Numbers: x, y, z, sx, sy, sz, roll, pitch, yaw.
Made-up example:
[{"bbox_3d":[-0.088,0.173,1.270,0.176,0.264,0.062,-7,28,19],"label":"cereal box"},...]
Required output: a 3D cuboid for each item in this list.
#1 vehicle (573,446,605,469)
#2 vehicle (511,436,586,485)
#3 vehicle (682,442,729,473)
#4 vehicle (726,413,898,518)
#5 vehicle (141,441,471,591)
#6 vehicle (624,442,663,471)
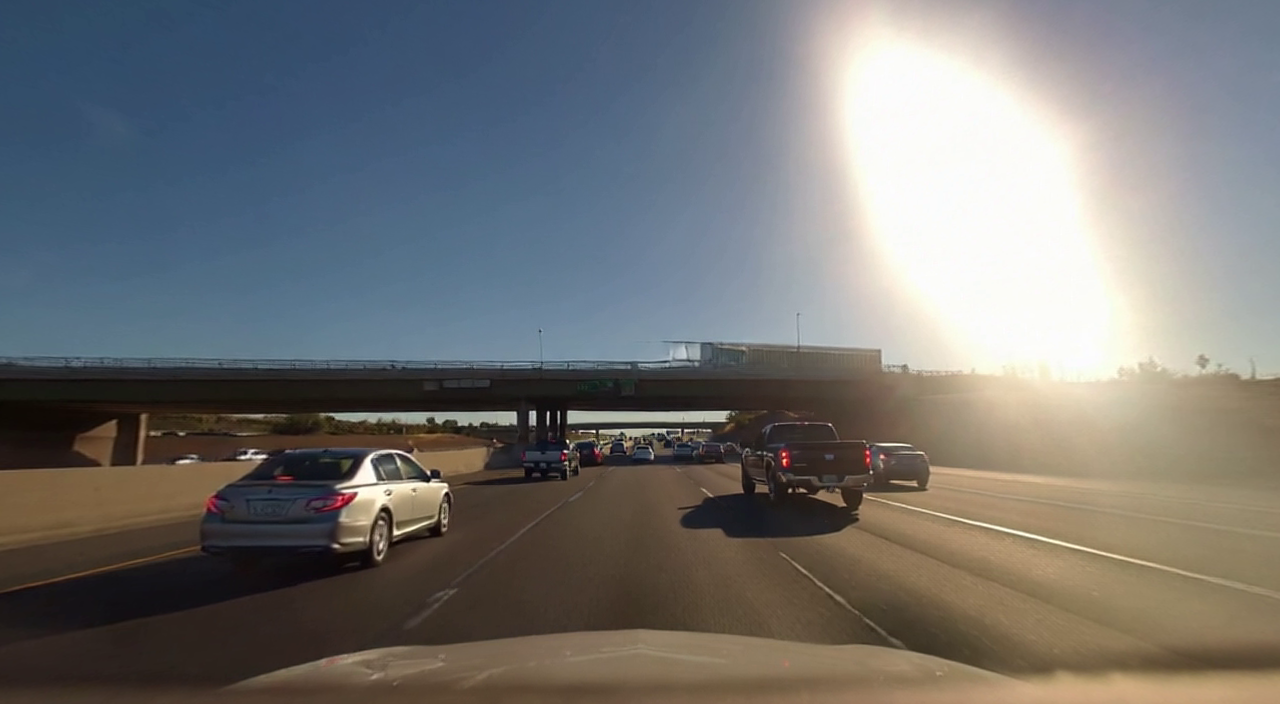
[{"bbox_3d":[-3.480,7.274,43.563,1.907,1.484,3.954,0,-9,0],"label":"vehicle"},{"bbox_3d":[-3.582,4.353,25.597,2.176,1.783,4.799,0,-9,2],"label":"vehicle"},{"bbox_3d":[3.719,6.073,36.498,2.145,1.636,4.437,1,-9,-1],"label":"vehicle"},{"bbox_3d":[3.591,2.535,14.562,2.340,1.925,5.529,0,-9,-1],"label":"vehicle"},{"bbox_3d":[-3.831,1.922,8.307,1.947,1.424,4.264,0,-9,1],"label":"vehicle"},{"bbox_3d":[0.162,6.142,37.080,2.147,1.572,4.094,0,-9,-1],"label":"vehicle"}]
